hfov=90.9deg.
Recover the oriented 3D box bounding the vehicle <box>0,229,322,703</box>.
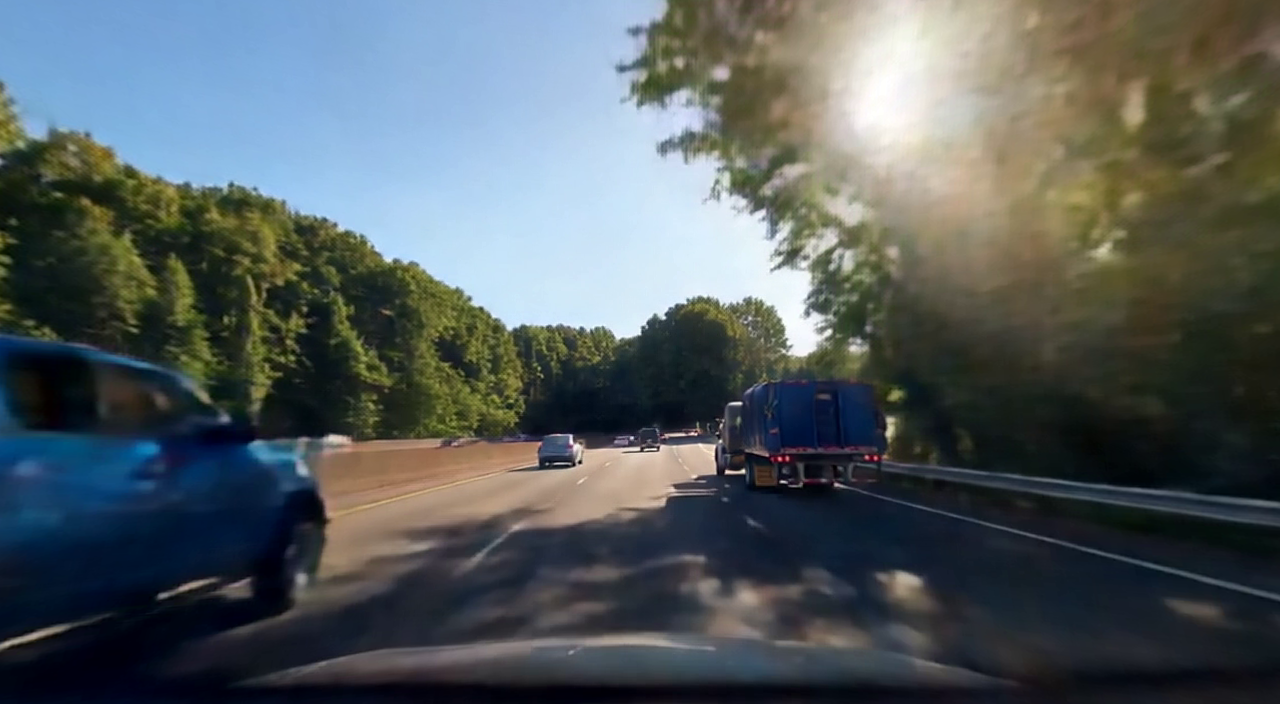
[{"bbox_3d":[-3.301,0.542,1.890,2.204,1.991,4.720,0,-8,0],"label":"vehicle"}]

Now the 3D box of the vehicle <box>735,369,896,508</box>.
[{"bbox_3d":[3.565,1.869,13.778,2.256,2.568,4.049,0,-8,-1],"label":"vehicle"}]

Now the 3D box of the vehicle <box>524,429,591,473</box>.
[{"bbox_3d":[-3.157,3.877,24.955,2.008,1.588,4.147,0,-8,1],"label":"vehicle"}]
